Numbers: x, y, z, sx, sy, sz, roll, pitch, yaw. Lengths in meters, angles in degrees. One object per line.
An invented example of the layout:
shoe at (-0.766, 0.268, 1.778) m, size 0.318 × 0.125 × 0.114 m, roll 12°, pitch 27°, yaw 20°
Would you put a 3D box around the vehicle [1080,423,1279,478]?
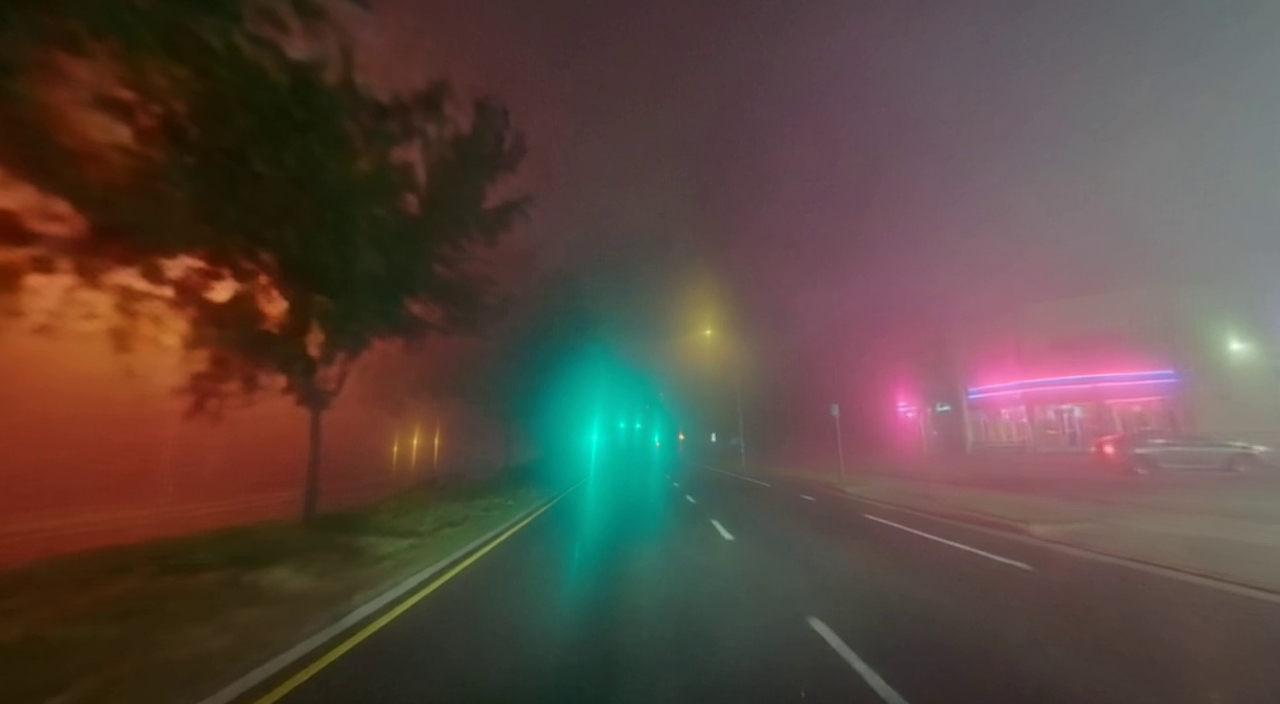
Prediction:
vehicle at (16.261, 2.930, 18.744) m, size 4.701 × 1.500 × 2.050 m, roll -1°, pitch -9°, yaw 0°
